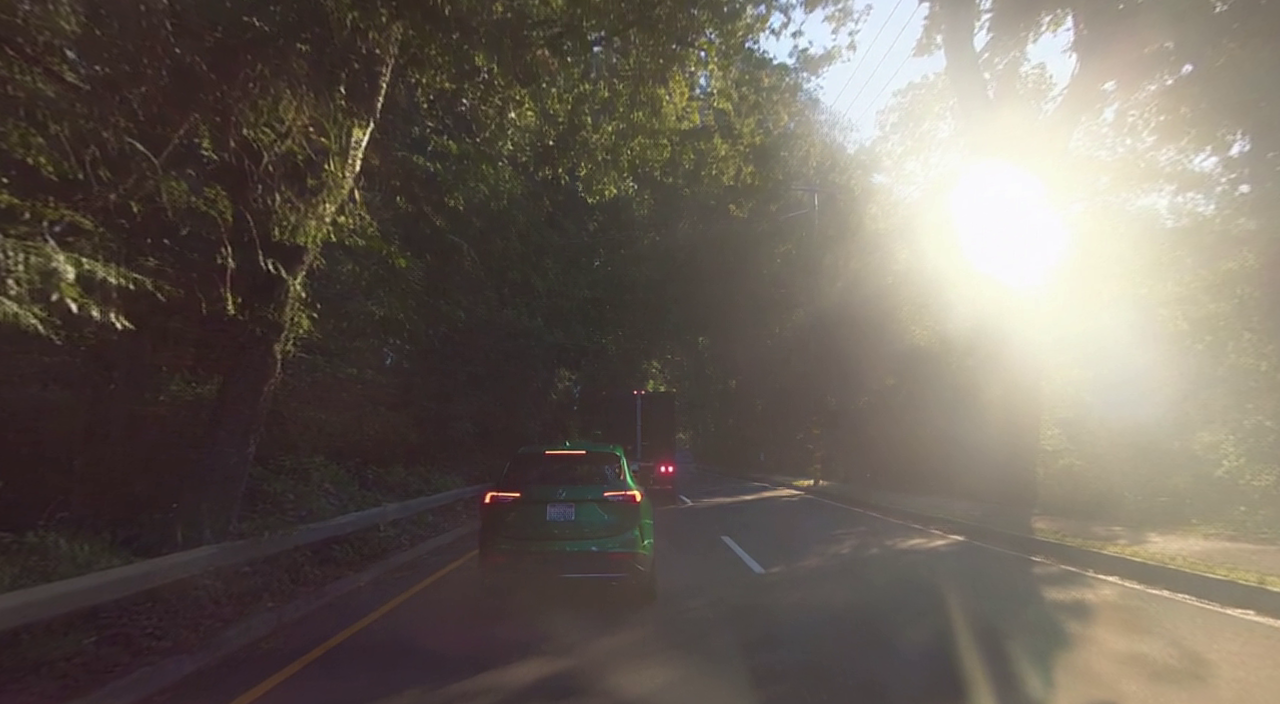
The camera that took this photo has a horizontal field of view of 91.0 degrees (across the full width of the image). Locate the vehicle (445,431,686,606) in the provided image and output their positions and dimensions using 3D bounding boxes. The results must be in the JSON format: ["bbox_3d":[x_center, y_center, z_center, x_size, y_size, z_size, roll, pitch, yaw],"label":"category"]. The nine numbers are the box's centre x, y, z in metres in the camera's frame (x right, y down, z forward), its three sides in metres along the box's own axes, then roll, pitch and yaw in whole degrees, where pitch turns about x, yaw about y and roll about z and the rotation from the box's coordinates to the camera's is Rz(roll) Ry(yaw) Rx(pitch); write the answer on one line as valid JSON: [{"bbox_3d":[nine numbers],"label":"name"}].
[{"bbox_3d":[-0.632,1.752,7.551,2.076,1.490,4.078,0,-9,0],"label":"vehicle"}]
